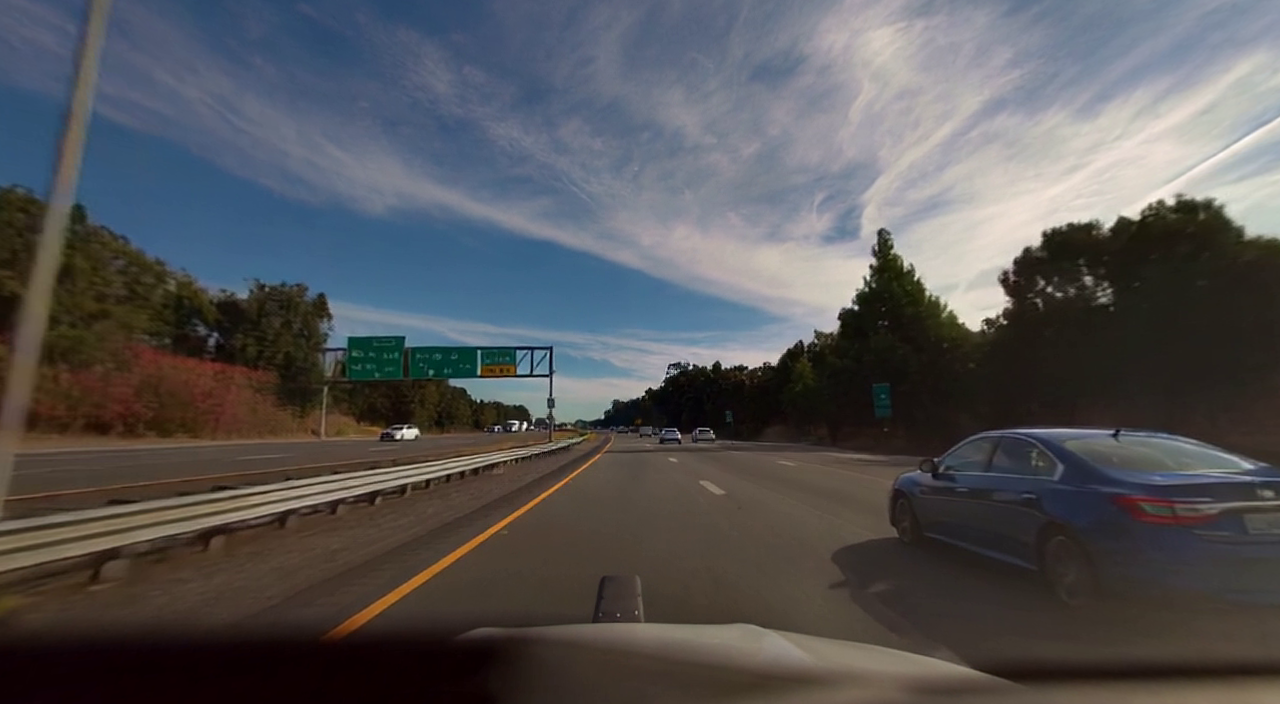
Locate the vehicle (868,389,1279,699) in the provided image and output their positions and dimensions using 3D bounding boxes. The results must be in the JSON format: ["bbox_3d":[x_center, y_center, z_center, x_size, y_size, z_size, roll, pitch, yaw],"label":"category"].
[{"bbox_3d":[3.653,1.179,5.123,1.977,1.443,4.225,0,-8,-1],"label":"vehicle"}]
